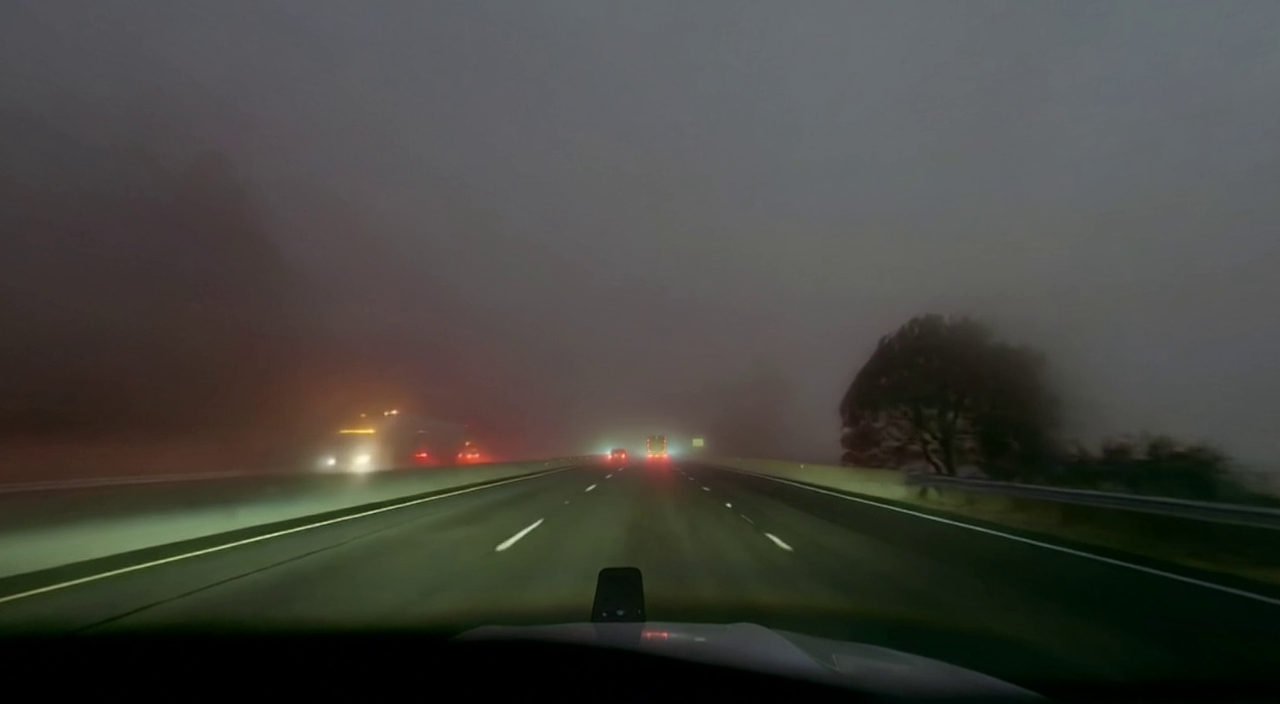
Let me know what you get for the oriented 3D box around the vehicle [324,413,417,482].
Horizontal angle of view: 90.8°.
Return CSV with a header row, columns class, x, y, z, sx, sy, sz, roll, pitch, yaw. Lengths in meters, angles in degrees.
class,x,y,z,sx,sy,sz,roll,pitch,yaw
vehicle,-16.596,5.959,39.417,3.004,3.988,5.943,0,-9,1
